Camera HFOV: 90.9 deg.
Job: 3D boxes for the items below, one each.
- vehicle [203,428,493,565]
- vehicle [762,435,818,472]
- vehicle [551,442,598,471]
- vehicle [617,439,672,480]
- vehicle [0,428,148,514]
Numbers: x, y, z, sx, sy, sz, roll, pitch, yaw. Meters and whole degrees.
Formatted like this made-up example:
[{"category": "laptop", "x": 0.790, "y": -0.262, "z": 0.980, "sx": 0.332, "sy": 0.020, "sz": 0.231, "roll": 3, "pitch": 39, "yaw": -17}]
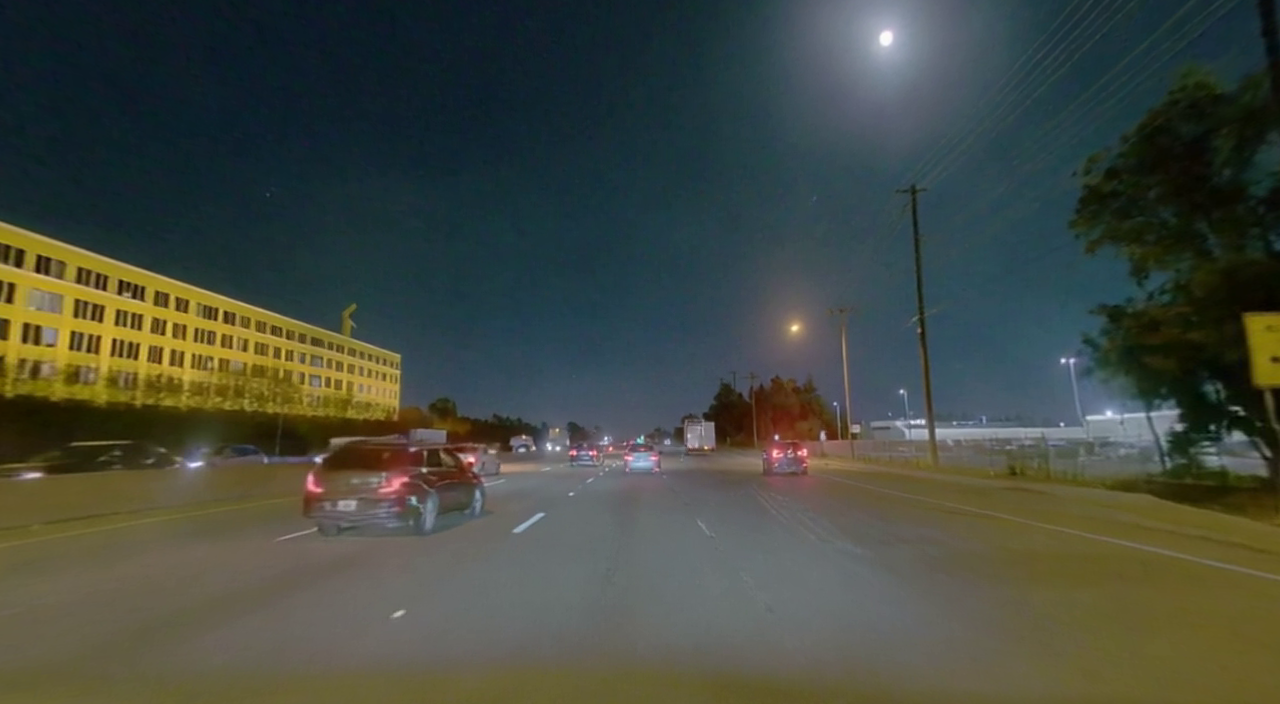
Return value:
[{"category": "vehicle", "x": -3.827, "y": 1.957, "z": 9.457, "sx": 2.059, "sy": 1.508, "sz": 4.662, "roll": -1, "pitch": -8, "yaw": 1}, {"category": "vehicle", "x": 7.822, "y": 5.318, "z": 33.331, "sx": 2.106, "sy": 1.817, "sz": 4.845, "roll": -1, "pitch": -8, "yaw": 4}, {"category": "vehicle", "x": -3.510, "y": 5.680, "z": 34.634, "sx": 2.034, "sy": 1.466, "sz": 4.363, "roll": -1, "pitch": -8, "yaw": 2}, {"category": "vehicle", "x": 0.155, "y": 4.424, "z": 26.278, "sx": 2.107, "sy": 1.538, "sz": 3.999, "roll": 0, "pitch": -8, "yaw": 0}, {"category": "vehicle", "x": -12.874, "y": 2.384, "z": 12.835, "sx": 1.988, "sy": 1.576, "sz": 4.561, "roll": -1, "pitch": -8, "yaw": 0}]
